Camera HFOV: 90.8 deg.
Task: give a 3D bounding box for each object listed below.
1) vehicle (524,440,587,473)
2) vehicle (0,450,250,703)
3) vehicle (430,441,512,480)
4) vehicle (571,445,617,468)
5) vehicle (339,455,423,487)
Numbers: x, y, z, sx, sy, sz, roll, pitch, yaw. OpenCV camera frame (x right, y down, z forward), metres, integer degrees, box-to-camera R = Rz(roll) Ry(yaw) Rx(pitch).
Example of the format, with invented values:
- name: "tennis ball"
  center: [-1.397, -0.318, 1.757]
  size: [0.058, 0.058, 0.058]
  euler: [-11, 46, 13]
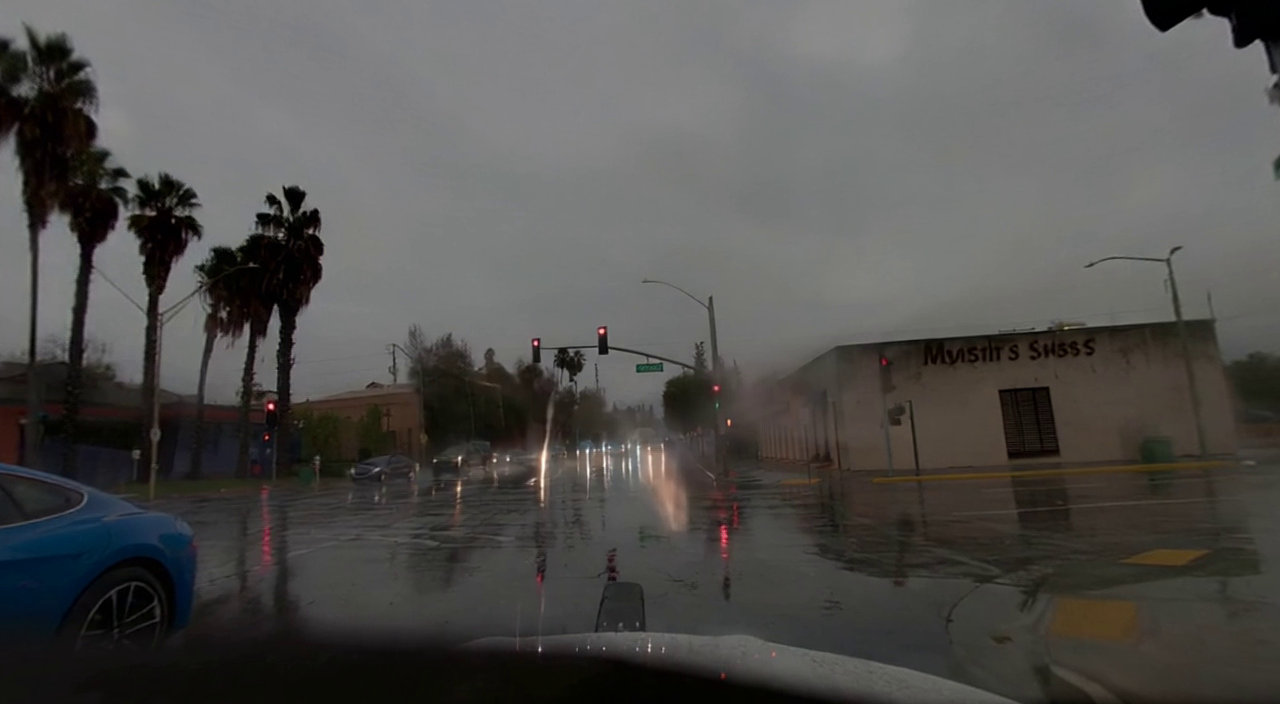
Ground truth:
- name: "vehicle"
  center: [-4.690, 5.942, 36.012]
  size: [2.092, 1.709, 4.775]
  euler: [-2, -9, 11]
- name: "vehicle"
  center: [-3.688, 1.025, 2.261]
  size: [1.850, 1.325, 4.295]
  euler: [0, -9, 0]
- name: "vehicle"
  center: [-8.788, 5.683, 33.392]
  size: [2.152, 1.825, 5.406]
  euler: [-1, -9, 8]
- name: "vehicle"
  center: [-3.137, 7.234, 43.973]
  size: [1.839, 1.468, 4.549]
  euler: [-2, -9, 14]
- name: "vehicle"
  center: [-12.843, 5.912, 31.645]
  size: [1.880, 1.440, 4.418]
  euler: [-1, -9, 7]
